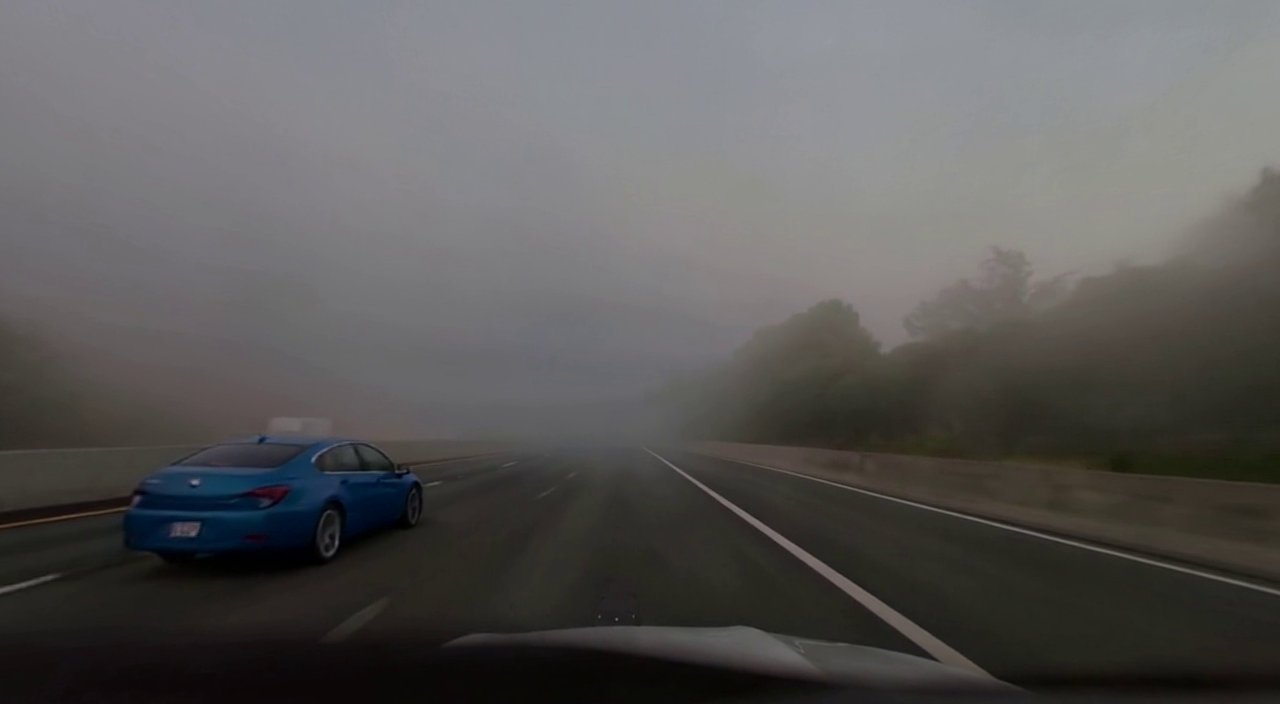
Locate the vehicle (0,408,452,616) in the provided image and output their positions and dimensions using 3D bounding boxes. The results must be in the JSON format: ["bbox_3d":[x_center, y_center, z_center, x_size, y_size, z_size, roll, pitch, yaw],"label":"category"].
[{"bbox_3d":[-3.715,1.471,6.849,2.026,1.517,4.325,0,-8,0],"label":"vehicle"}]
